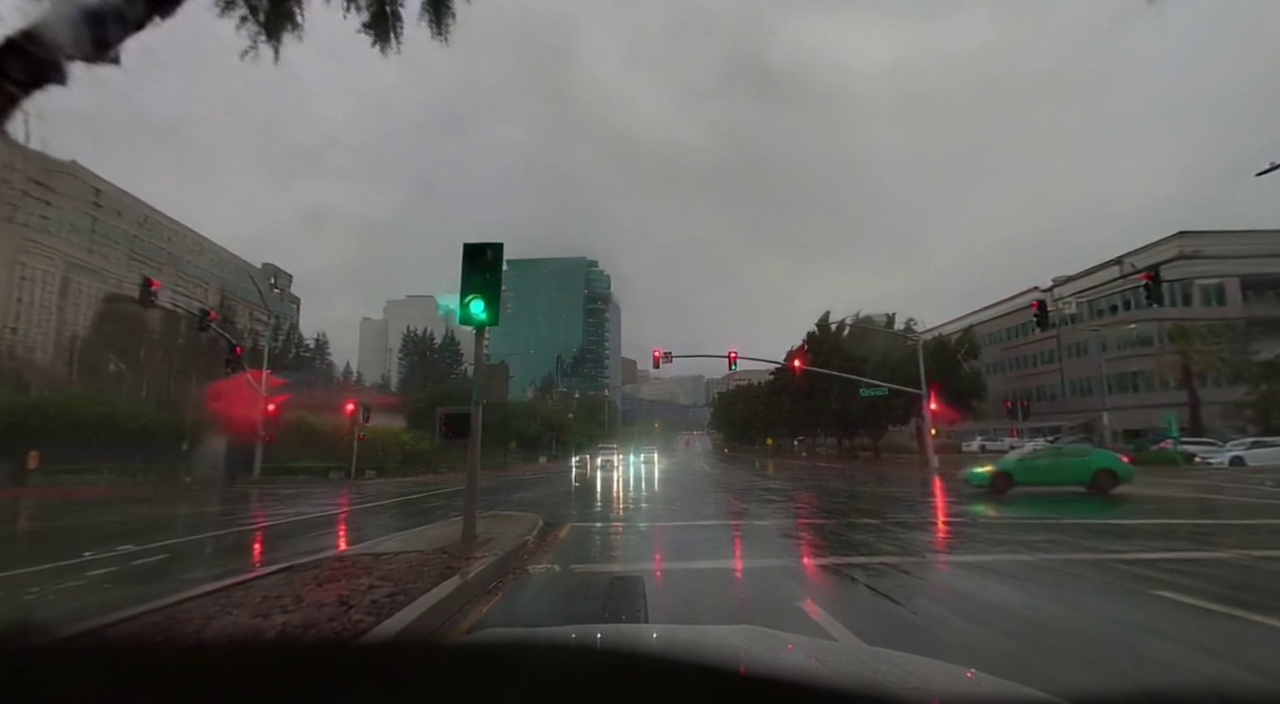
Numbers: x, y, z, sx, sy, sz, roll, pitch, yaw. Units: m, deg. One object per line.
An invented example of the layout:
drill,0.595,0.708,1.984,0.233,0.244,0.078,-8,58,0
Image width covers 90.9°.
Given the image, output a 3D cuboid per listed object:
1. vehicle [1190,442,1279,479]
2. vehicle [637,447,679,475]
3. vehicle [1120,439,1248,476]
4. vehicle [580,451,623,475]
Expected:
vehicle,25.965,4.484,26.298,4.644,1.470,1.922,1,-8,-10
vehicle,1.253,7.096,41.366,2.197,1.739,4.177,-2,-8,10
vehicle,25.572,4.942,29.745,4.441,1.674,2.035,1,-8,-9
vehicle,-2.579,7.574,43.295,2.076,1.476,3.873,-2,-8,11
